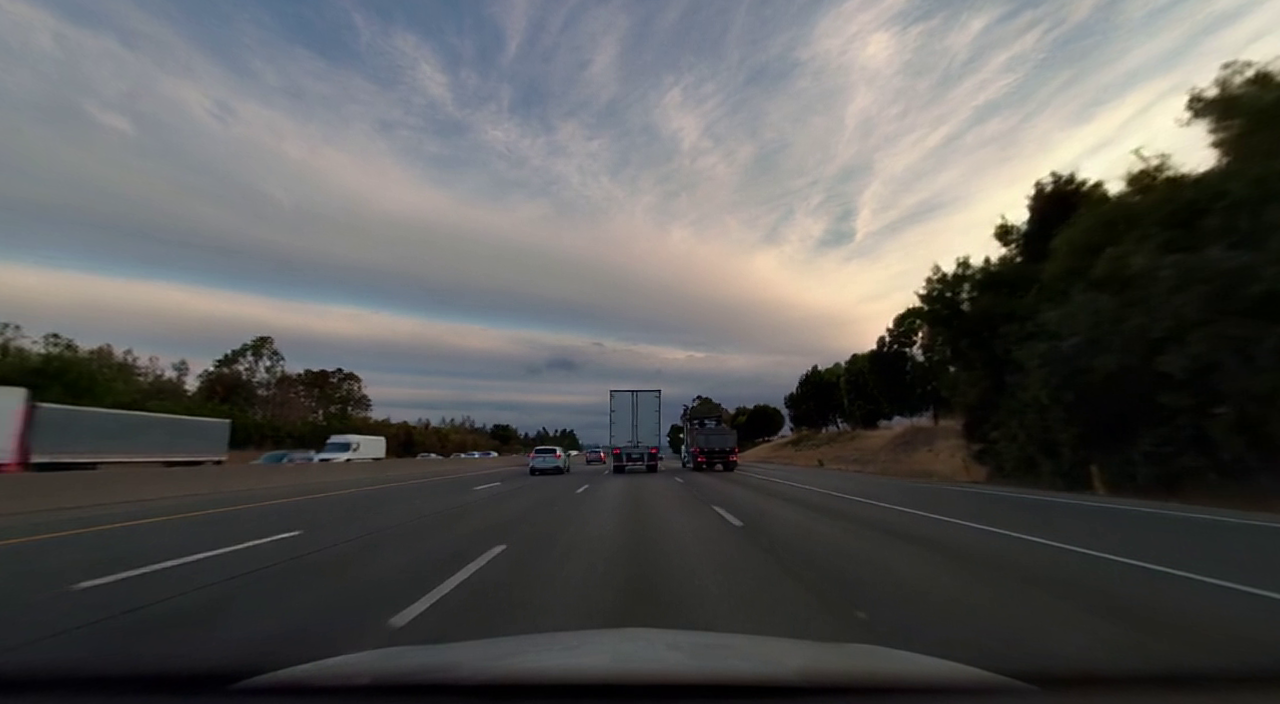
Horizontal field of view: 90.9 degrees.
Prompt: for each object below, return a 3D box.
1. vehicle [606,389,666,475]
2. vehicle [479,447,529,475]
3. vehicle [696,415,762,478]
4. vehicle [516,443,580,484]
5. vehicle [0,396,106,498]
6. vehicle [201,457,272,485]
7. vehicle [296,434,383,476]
[{"bbox_3d":[-0.293,4.763,36.155,2.875,4.056,12.312,0,-9,-1],"label":"vehicle"},{"bbox_3d":[-7.573,6.126,35.504,1.926,1.482,3.959,0,-9,1],"label":"vehicle"},{"bbox_3d":[4.296,4.685,31.156,2.565,2.902,3.798,0,-9,-1],"label":"vehicle"},{"bbox_3d":[-3.794,4.673,26.616,2.061,1.555,3.900,0,-9,0],"label":"vehicle"},{"bbox_3d":[-26.513,3.960,26.143,2.982,3.939,6.283,0,-9,-1],"label":"vehicle"},{"bbox_3d":[-22.588,6.659,35.417,1.628,1.403,3.574,0,-9,-1],"label":"vehicle"},{"bbox_3d":[-19.197,6.652,40.759,2.232,2.446,6.951,0,-9,0],"label":"vehicle"}]
